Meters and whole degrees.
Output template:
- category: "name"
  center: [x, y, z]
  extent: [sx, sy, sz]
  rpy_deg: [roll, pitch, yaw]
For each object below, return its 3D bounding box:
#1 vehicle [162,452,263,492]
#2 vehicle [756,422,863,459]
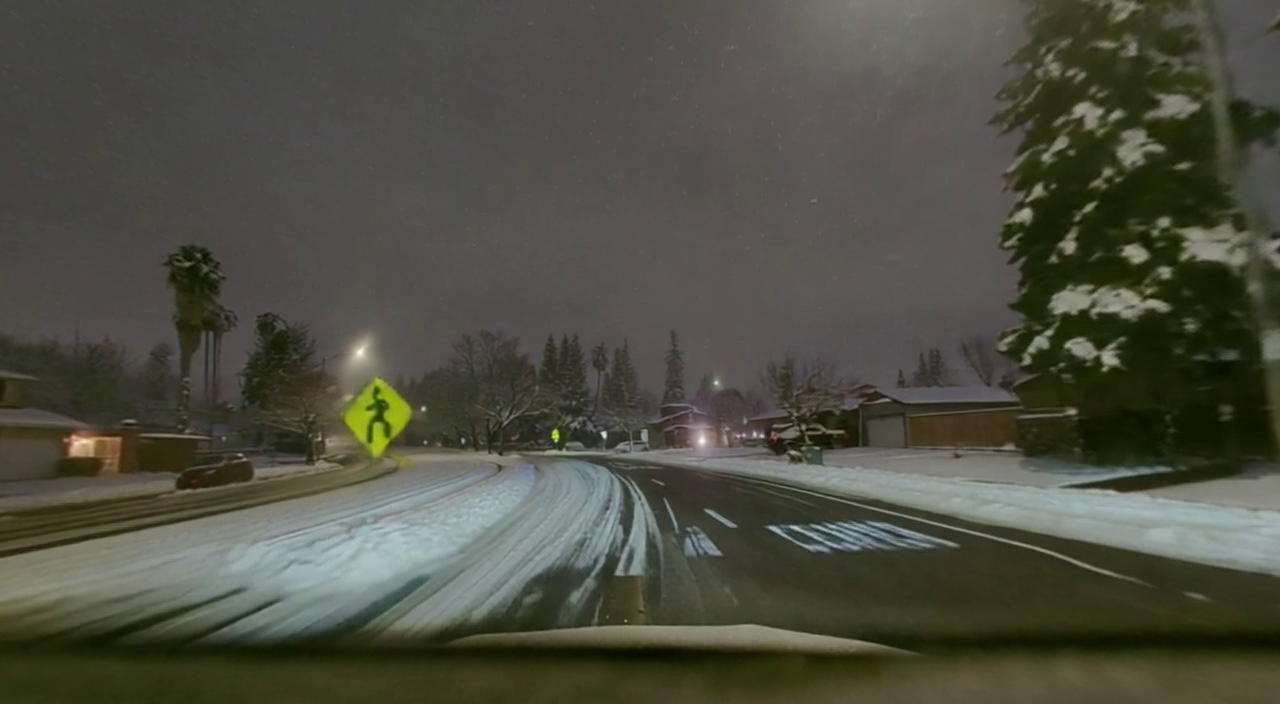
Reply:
- category: "vehicle"
  center: [-18.451, 5.167, 27.472]
  extent: [1.941, 1.470, 4.384]
  rpy_deg: [0, -8, -10]
- category: "vehicle"
  center: [10.263, 5.464, 38.570]
  extent: [6.051, 2.092, 2.231]
  rpy_deg: [-2, -11, 12]
